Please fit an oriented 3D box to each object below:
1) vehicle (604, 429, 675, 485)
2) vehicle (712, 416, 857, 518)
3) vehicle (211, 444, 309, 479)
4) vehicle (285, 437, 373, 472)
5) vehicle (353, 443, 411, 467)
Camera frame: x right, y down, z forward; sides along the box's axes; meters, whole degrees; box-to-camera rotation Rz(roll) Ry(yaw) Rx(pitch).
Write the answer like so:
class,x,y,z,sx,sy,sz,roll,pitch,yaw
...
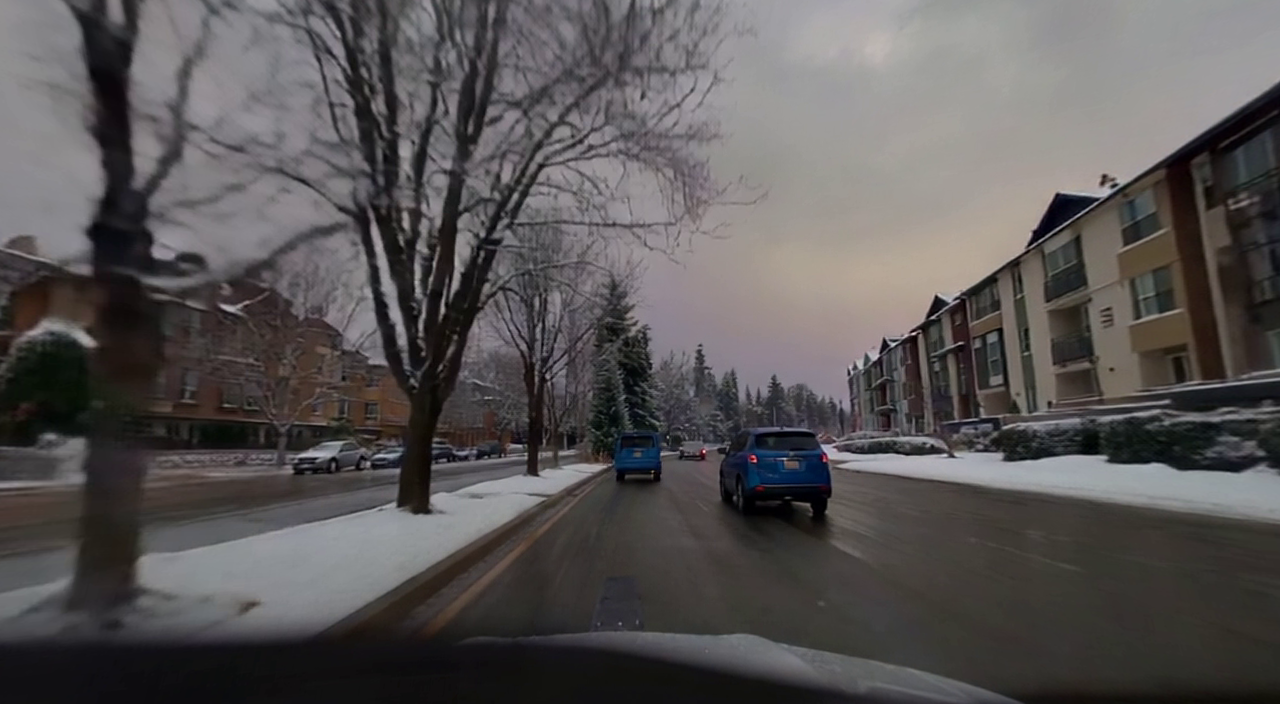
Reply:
class,x,y,z,sx,sy,sz,roll,pitch,yaw
vehicle,0.043,3.868,23.560,2.345,1.841,5.032,0,-9,1
vehicle,2.872,2.425,13.726,2.033,1.823,4.409,0,-9,-1
vehicle,-18.644,5.421,31.333,1.954,1.570,4.828,1,-10,-2
vehicle,-18.367,6.143,37.701,2.195,1.894,5.489,-2,-10,3
vehicle,-18.311,7.372,45.111,1.961,1.556,4.791,-1,-10,3
